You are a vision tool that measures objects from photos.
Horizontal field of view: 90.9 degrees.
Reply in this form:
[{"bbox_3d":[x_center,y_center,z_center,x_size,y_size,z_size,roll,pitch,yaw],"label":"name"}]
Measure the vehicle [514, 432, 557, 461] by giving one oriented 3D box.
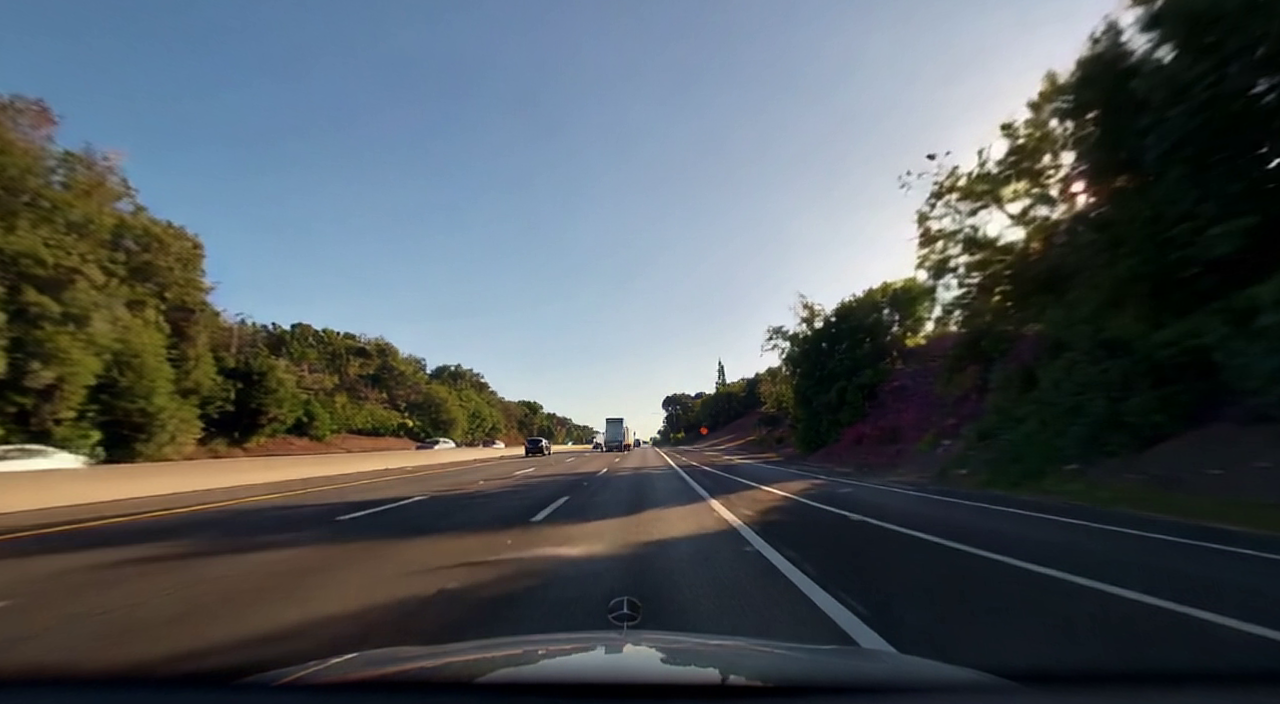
[{"bbox_3d":[-7.089,6.454,43.071,2.043,1.828,4.436,0,-8,2],"label":"vehicle"}]
